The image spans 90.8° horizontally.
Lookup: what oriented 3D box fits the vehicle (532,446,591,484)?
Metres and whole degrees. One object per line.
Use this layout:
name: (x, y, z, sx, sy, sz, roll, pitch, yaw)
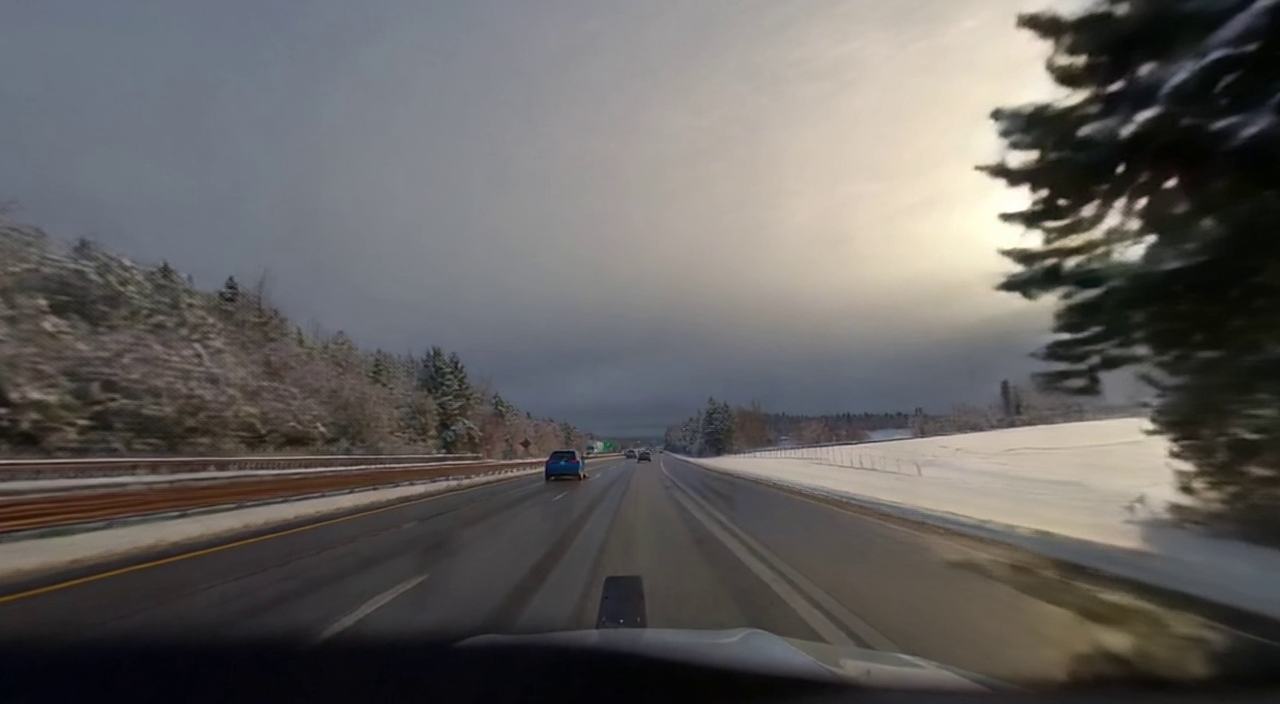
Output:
vehicle: (-3.490, 5.131, 28.857, 2.088, 1.586, 4.000, 0, -9, 1)
